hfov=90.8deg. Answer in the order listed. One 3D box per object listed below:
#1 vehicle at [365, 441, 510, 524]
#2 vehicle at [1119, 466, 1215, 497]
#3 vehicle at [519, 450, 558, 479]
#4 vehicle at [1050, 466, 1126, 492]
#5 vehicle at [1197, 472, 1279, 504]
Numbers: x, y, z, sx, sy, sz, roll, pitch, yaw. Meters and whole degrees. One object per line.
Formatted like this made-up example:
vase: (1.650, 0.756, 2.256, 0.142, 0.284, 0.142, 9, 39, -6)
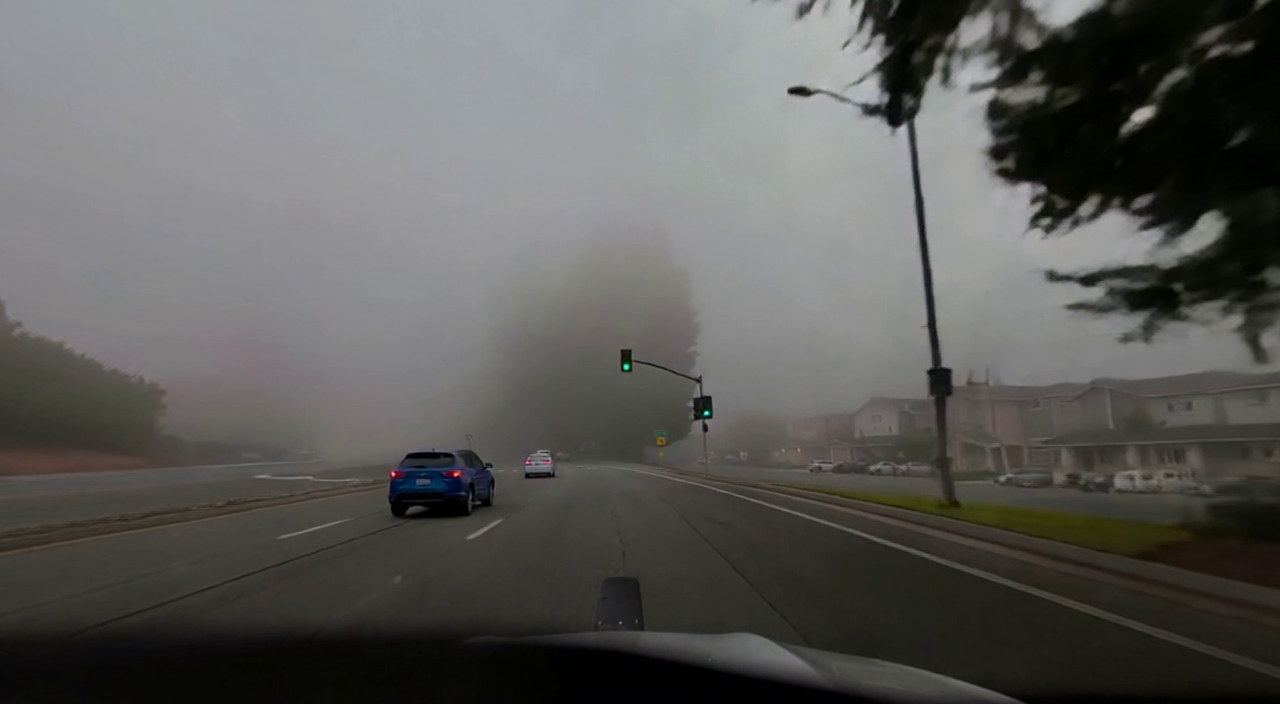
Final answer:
vehicle: (-4.537, 2.959, 15.020, 2.098, 1.613, 4.606, -1, -8, -2)
vehicle: (34.838, 8.547, 41.945, 1.850, 1.753, 4.760, 0, -9, -8)
vehicle: (-5.878, 6.518, 36.848, 1.904, 1.476, 3.736, 0, -8, -4)
vehicle: (33.941, 9.612, 48.021, 1.791, 1.703, 4.779, 1, -9, -8)
vehicle: (35.433, 7.846, 36.596, 1.933, 1.489, 4.403, 0, -9, -6)
